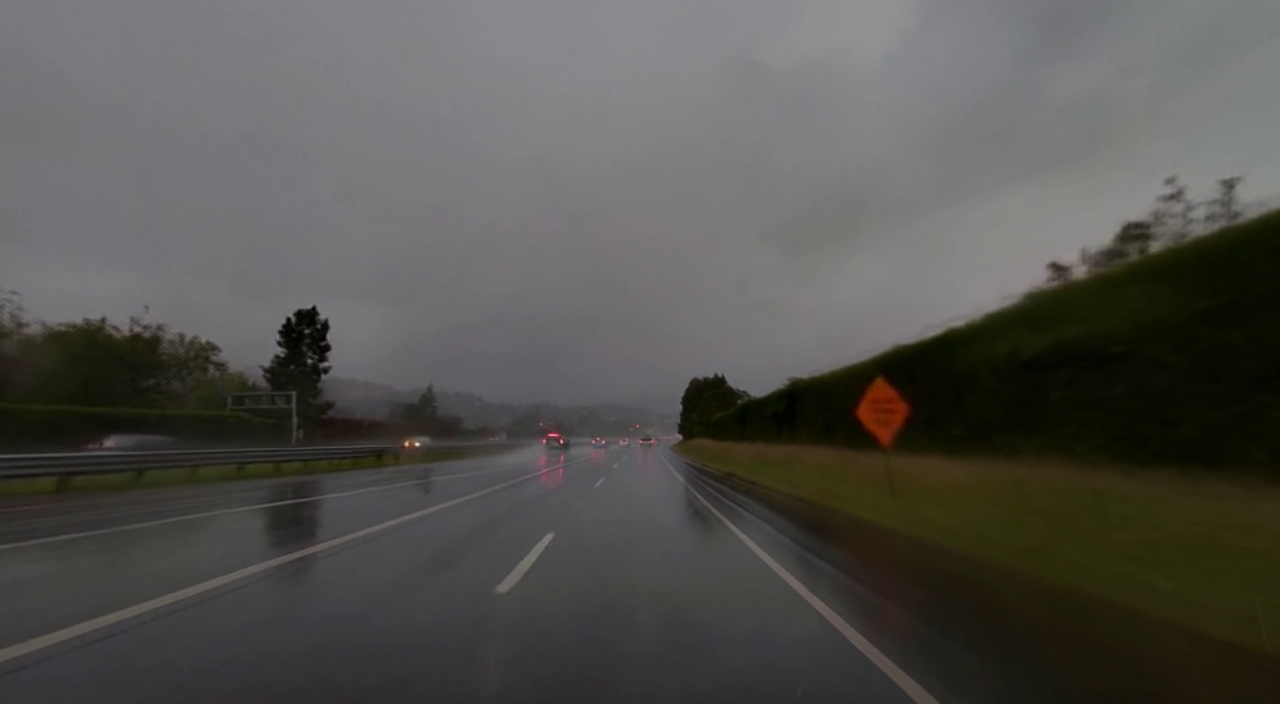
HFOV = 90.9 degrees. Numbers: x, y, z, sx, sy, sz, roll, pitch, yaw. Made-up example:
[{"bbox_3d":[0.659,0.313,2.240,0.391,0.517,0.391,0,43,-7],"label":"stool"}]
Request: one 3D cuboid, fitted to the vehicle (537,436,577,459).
[{"bbox_3d":[-6.104,7.034,46.857,2.141,1.612,3.998,-1,-8,5],"label":"vehicle"}]
